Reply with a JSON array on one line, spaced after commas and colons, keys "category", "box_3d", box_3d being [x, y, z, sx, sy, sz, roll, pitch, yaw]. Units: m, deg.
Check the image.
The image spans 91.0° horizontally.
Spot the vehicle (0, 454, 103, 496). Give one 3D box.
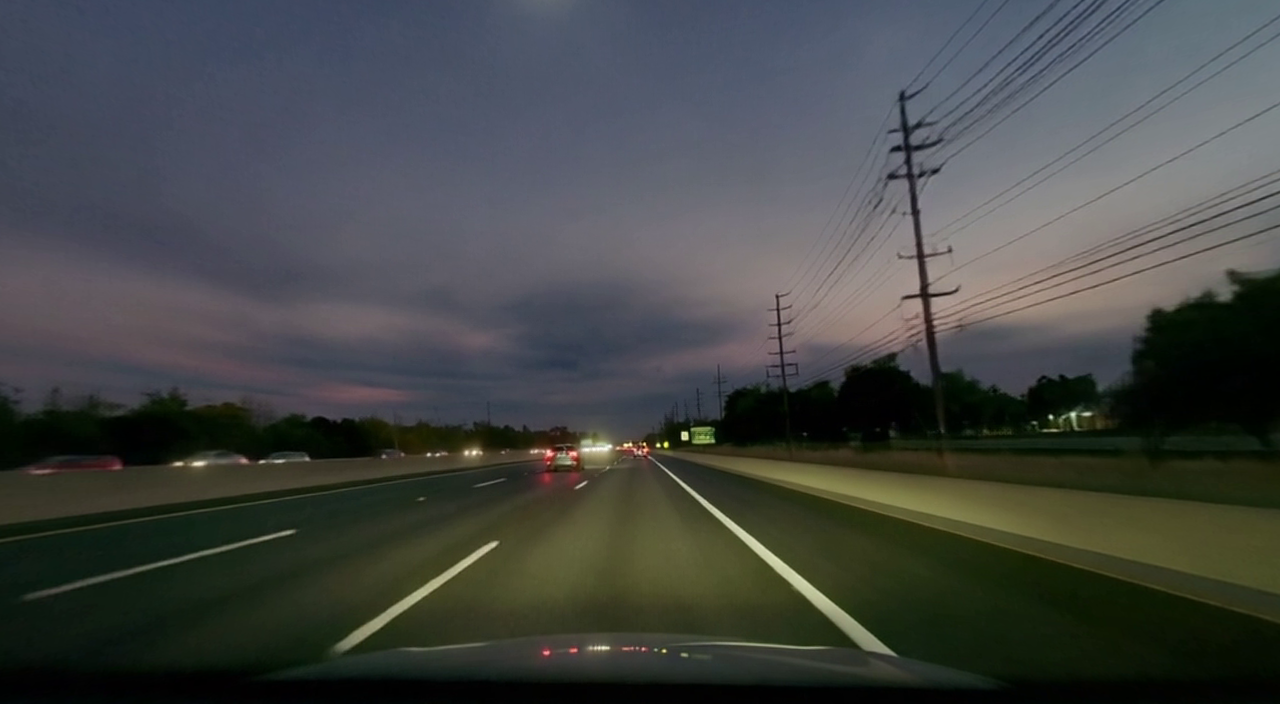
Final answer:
[{"category": "vehicle", "box_3d": [-28.807, 5.794, 30.065, 2.006, 1.760, 4.774, 0, -9, 0]}]

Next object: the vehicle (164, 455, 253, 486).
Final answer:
[{"category": "vehicle", "box_3d": [-23.695, 6.495, 34.826, 1.858, 1.519, 4.489, 0, -9, -2]}]

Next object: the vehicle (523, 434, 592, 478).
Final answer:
[{"category": "vehicle", "box_3d": [-3.853, 5.029, 30.647, 2.577, 1.939, 5.408, 0, -9, 1]}]
